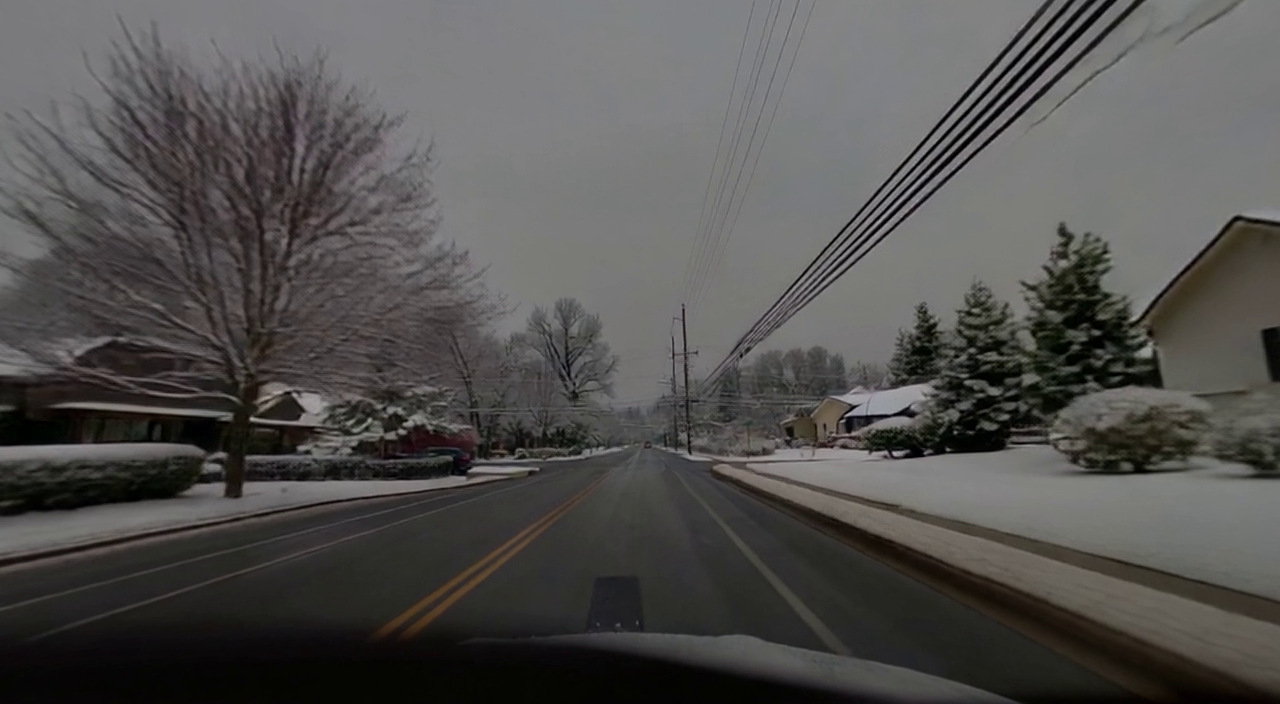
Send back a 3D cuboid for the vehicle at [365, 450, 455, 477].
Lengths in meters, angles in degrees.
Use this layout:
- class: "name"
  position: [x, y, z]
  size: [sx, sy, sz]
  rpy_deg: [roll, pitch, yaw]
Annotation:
- class: "vehicle"
  position: [-13.743, 6.655, 37.952]
  size: [4.554, 1.535, 2.261]
  rpy_deg: [0, -9, -2]
